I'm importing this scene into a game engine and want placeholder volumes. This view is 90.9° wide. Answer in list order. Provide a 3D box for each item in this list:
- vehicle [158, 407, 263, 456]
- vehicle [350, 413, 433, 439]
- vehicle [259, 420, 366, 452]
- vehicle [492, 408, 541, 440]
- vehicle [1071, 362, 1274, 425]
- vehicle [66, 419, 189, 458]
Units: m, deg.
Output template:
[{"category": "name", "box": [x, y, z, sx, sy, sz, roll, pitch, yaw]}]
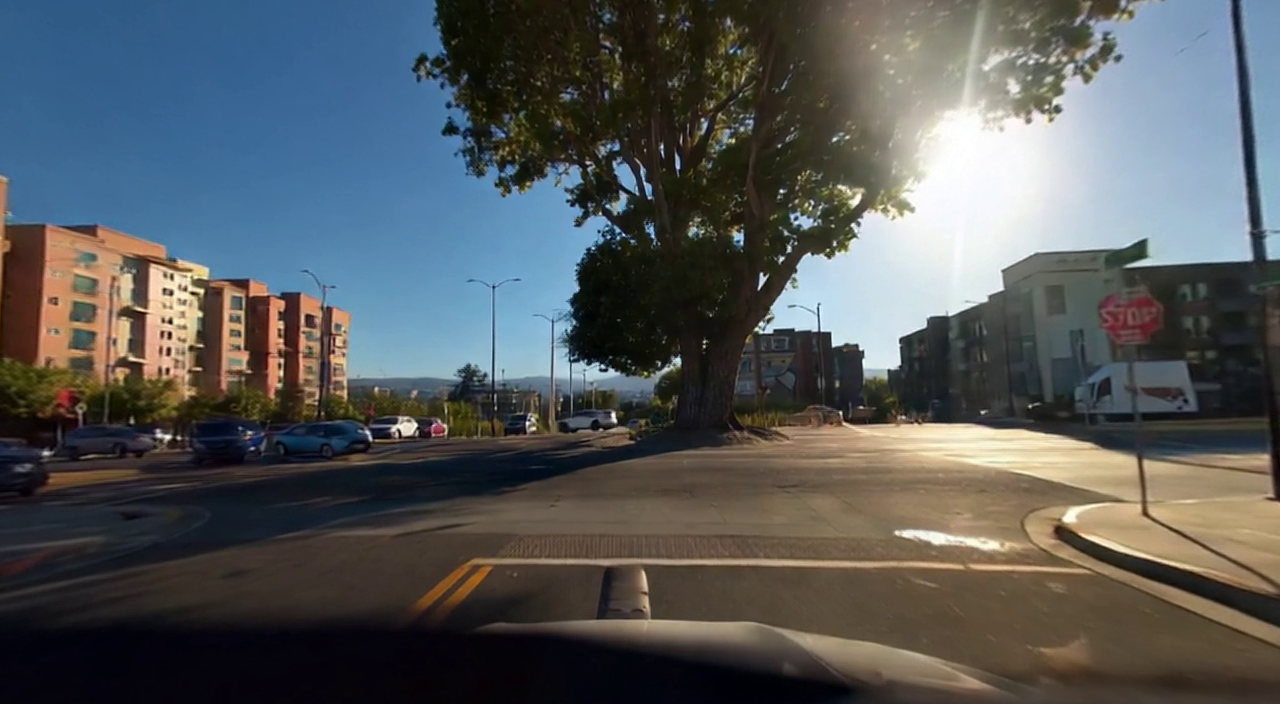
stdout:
[{"category": "vehicle", "box": [-20.758, 3.883, 30.549, 3.506, 2.261, 2.158, -1, -9, 8]}, {"category": "vehicle", "box": [-16.234, 4.906, 41.373, 2.010, 1.583, 4.582, -6, -11, 36]}, {"category": "vehicle", "box": [-15.514, 3.999, 29.951, 4.233, 1.432, 1.755, -2, -9, 8]}, {"category": "vehicle", "box": [-7.288, 4.364, 37.755, 2.156, 1.620, 4.945, 3, -9, -3]}, {"category": "vehicle", "box": [34.655, 2.765, 41.237, 10.986, 3.604, 2.707, -2, -7, -4]}, {"category": "vehicle", "box": [-25.246, 4.290, 31.110, 4.696, 1.801, 1.948, -2, -9, 10]}]
